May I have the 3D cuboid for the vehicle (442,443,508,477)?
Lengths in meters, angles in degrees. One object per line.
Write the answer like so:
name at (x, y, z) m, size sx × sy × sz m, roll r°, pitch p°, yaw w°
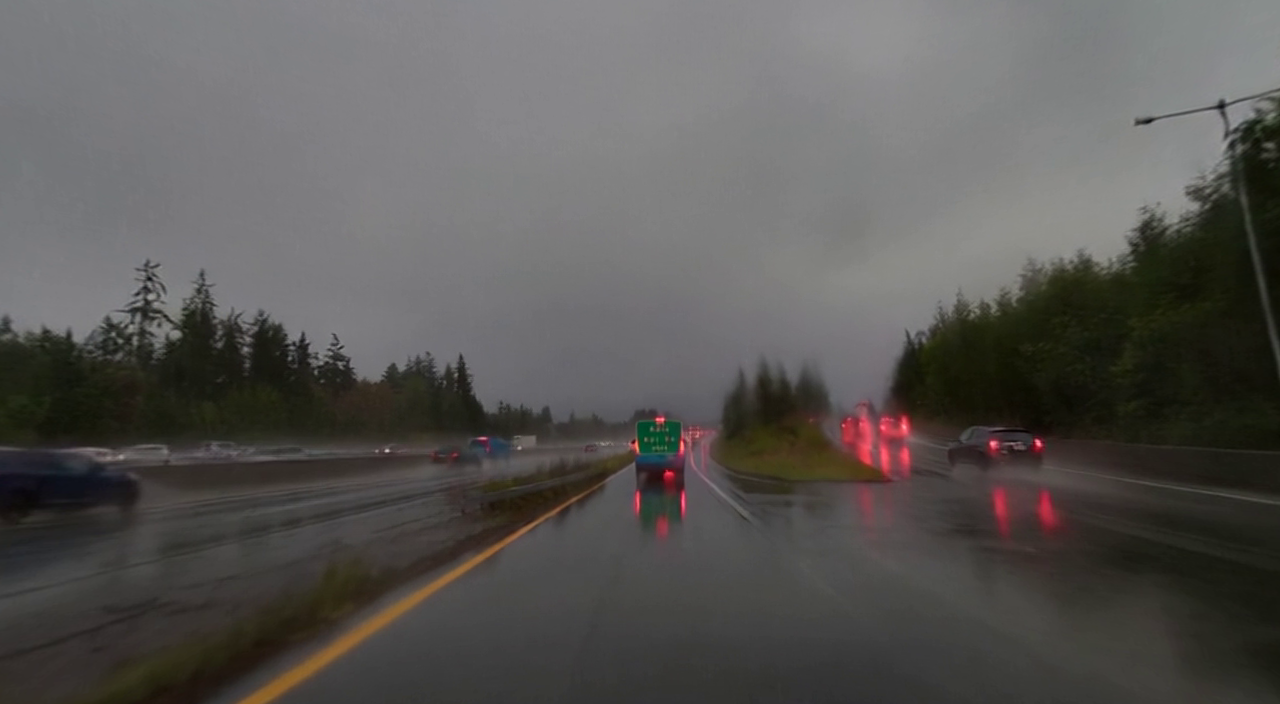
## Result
vehicle at (-8.231, 5.411, 31.910) m, size 1.896 × 1.543 × 4.429 m, roll -1°, pitch -8°, yaw 4°

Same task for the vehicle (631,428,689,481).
vehicle at (0.756, 3.965, 24.629) m, size 2.043 × 1.821 × 4.558 m, roll 0°, pitch -8°, yaw 1°

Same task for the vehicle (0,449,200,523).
vehicle at (-13.437, 3.119, 15.358) m, size 1.918 × 1.451 × 4.668 m, roll -1°, pitch -8°, yaw 2°

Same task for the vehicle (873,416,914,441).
vehicle at (19.718, 6.034, 49.219) m, size 2.167 × 1.798 × 4.838 m, roll -2°, pitch -8°, yaw 13°

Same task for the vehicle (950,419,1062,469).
vehicle at (13.475, 3.443, 23.620) m, size 2.098 × 1.654 × 4.637 m, roll -2°, pitch -8°, yaw 10°
